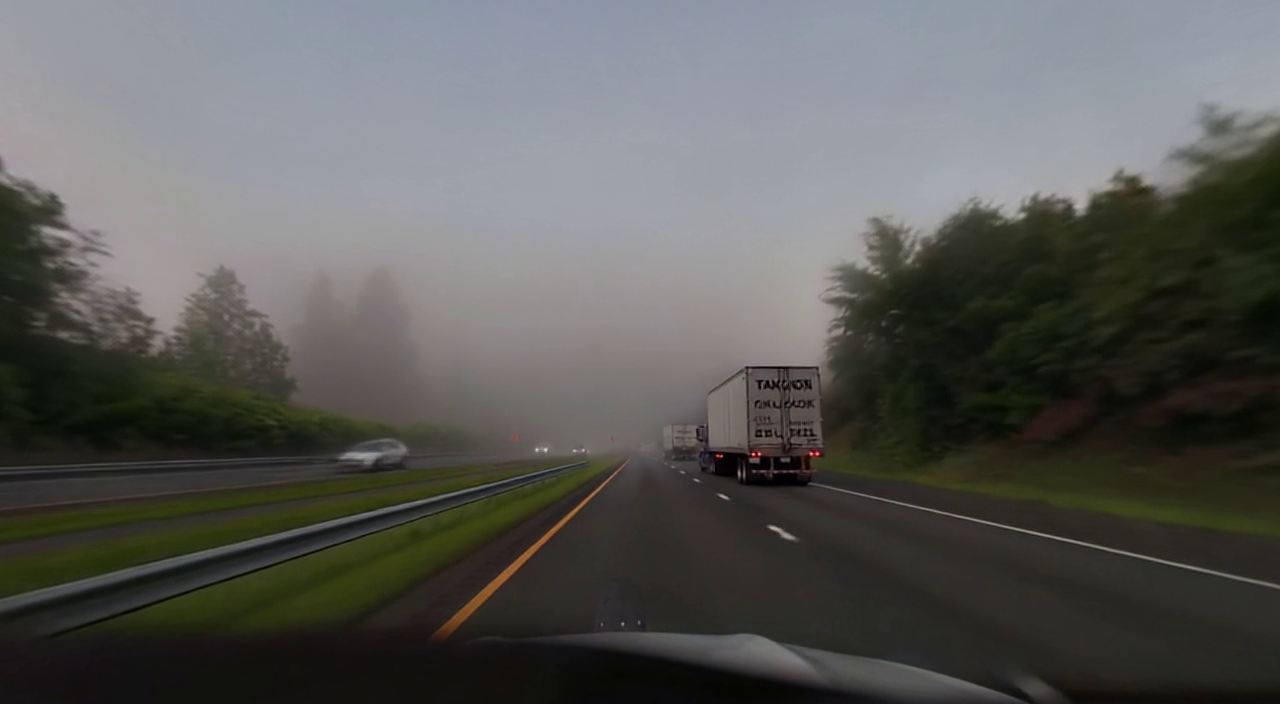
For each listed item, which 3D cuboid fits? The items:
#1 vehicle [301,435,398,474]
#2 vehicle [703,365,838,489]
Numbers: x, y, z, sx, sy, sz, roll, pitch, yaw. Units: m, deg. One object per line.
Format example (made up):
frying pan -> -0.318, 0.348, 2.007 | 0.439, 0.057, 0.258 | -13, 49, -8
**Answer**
vehicle -> -11.934, 4.271, 26.259 | 1.879, 1.464, 4.504 | 0, -9, 1
vehicle -> 5.018, 3.558, 28.005 | 2.929, 4.093, 14.258 | 0, -9, 0
